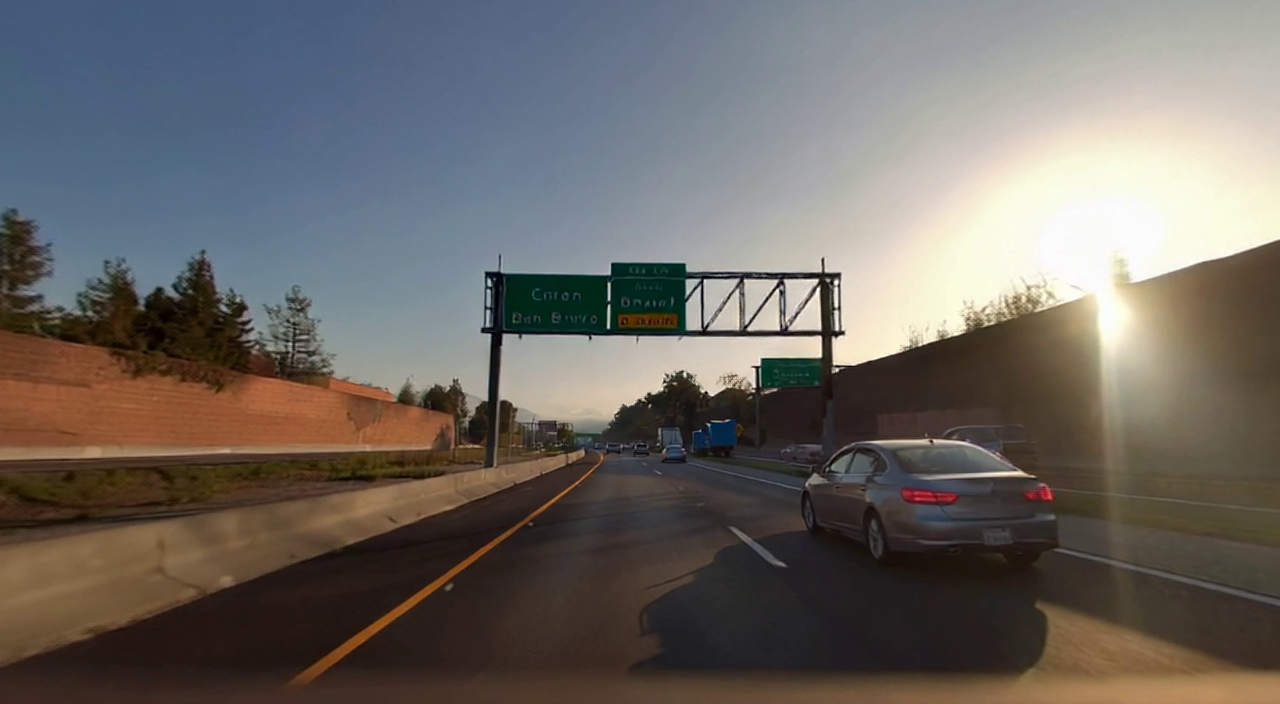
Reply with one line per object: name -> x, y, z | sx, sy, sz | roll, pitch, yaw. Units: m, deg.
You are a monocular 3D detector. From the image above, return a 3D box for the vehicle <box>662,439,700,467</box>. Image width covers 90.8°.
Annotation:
vehicle -> 2.752, 6.951, 43.623 | 2.114, 1.849, 4.692 | 0, -9, -3

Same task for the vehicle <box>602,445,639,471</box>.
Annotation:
vehicle -> -1.193, 6.271, 37.608 | 2.083, 1.477, 3.965 | 0, -9, -3

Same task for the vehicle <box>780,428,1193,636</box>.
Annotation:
vehicle -> 2.970, 1.612, 6.689 | 1.922, 1.465, 4.165 | 0, -9, -1
